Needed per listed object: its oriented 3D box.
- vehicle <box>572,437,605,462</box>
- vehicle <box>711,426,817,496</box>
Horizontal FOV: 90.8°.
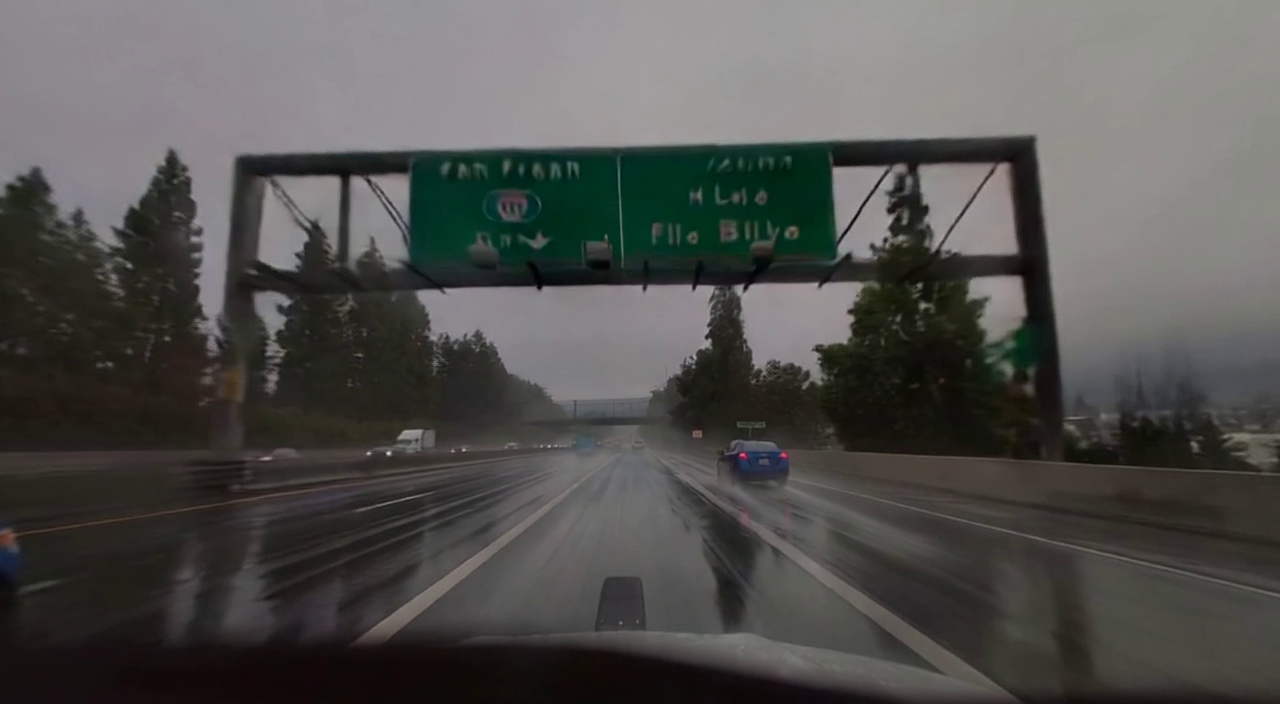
[{"bbox_3d":[-3.894,7.467,48.424,2.173,1.793,4.564,0,-9,0],"label":"vehicle"},{"bbox_3d":[3.305,3.026,17.759,2.053,1.714,4.097,0,-9,-2],"label":"vehicle"}]
